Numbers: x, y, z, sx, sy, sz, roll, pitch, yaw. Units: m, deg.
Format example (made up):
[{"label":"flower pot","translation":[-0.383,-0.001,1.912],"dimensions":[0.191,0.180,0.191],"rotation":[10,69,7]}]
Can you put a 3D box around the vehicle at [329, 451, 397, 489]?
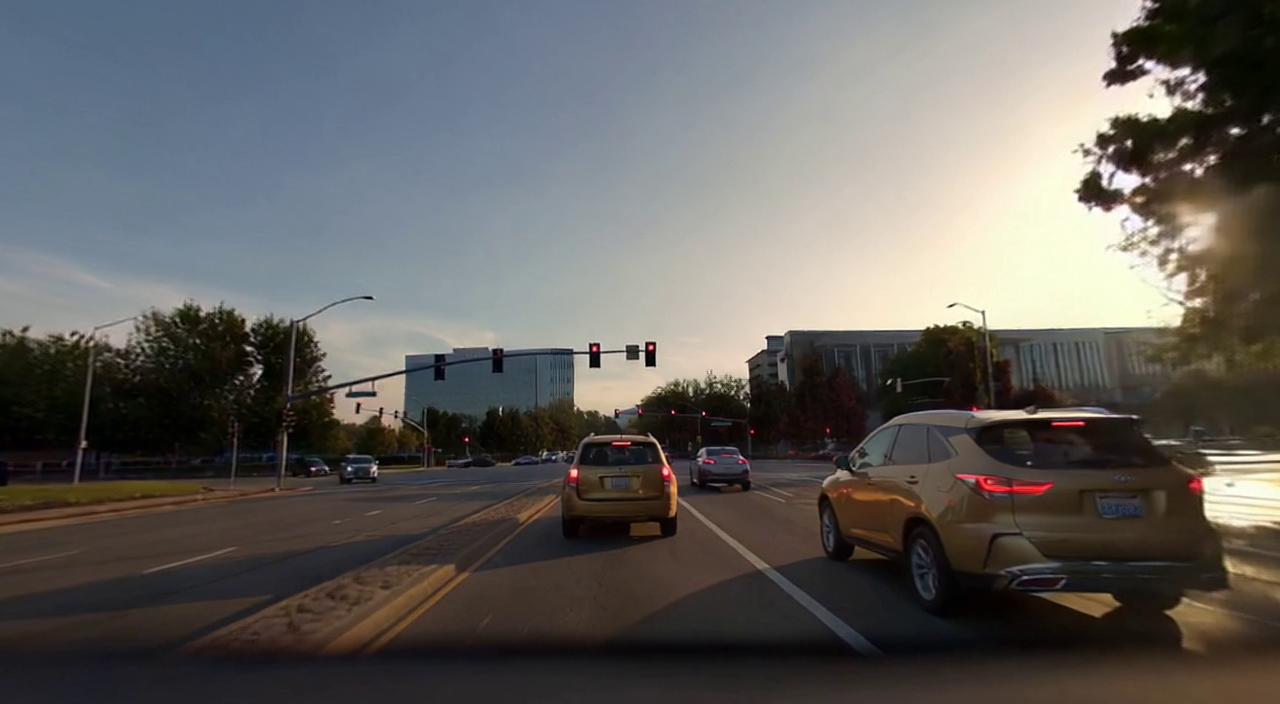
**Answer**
[{"label":"vehicle","translation":[-15.686,6.583,35.646],"dimensions":[2.354,1.949,4.905],"rotation":[6,-10,-36]}]

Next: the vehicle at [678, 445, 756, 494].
[{"label":"vehicle","translation":[2.479,3.919,21.478],"dimensions":[1.900,1.459,4.260],"rotation":[0,-9,-3]}]

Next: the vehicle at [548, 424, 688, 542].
[{"label":"vehicle","translation":[-0.363,2.230,11.361],"dimensions":[2.039,1.698,4.144],"rotation":[0,-9,-1]}]

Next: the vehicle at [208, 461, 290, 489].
[{"label":"vehicle","translation":[-27.400,8.590,44.333],"dimensions":[4.802,1.771,2.060],"rotation":[-2,-9,15]}]

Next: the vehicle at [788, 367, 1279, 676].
[{"label":"vehicle","translation":[3.112,1.311,5.973],"dimensions":[2.228,1.798,4.370],"rotation":[0,-9,-2]}]
